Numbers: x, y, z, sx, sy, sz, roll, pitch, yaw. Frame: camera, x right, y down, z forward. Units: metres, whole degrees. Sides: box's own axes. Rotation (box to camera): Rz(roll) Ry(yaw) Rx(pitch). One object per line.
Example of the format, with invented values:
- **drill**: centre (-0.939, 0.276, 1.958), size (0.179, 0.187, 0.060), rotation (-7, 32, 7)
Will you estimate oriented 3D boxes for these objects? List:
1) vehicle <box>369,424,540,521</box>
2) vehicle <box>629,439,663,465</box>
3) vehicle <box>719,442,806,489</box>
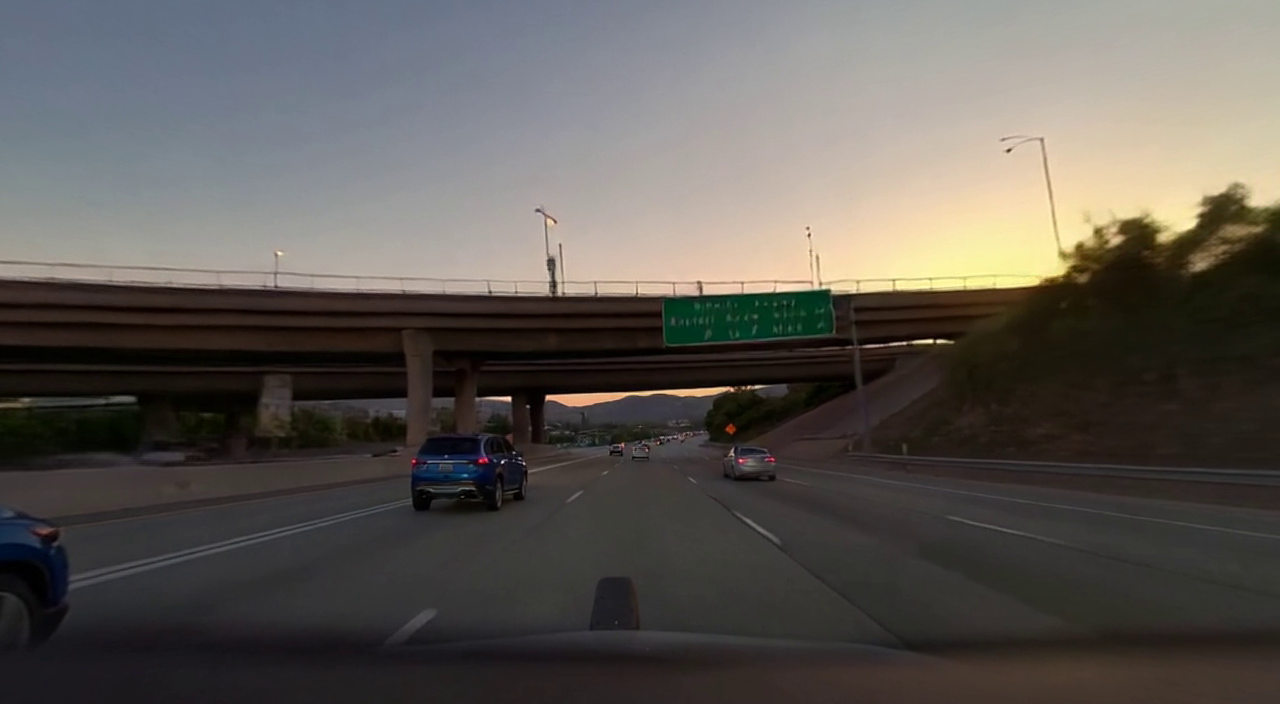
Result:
- **vehicle**: centre (-3.476, 2.357, 12.838), size (2.193, 1.641, 4.077), rotation (0, -8, 1)
- **vehicle**: centre (0.470, 7.498, 47.498), size (2.428, 1.841, 4.402), rotation (0, -8, 0)
- **vehicle**: centre (4.083, 3.850, 21.839), size (2.083, 1.453, 4.307), rotation (0, -8, -1)
